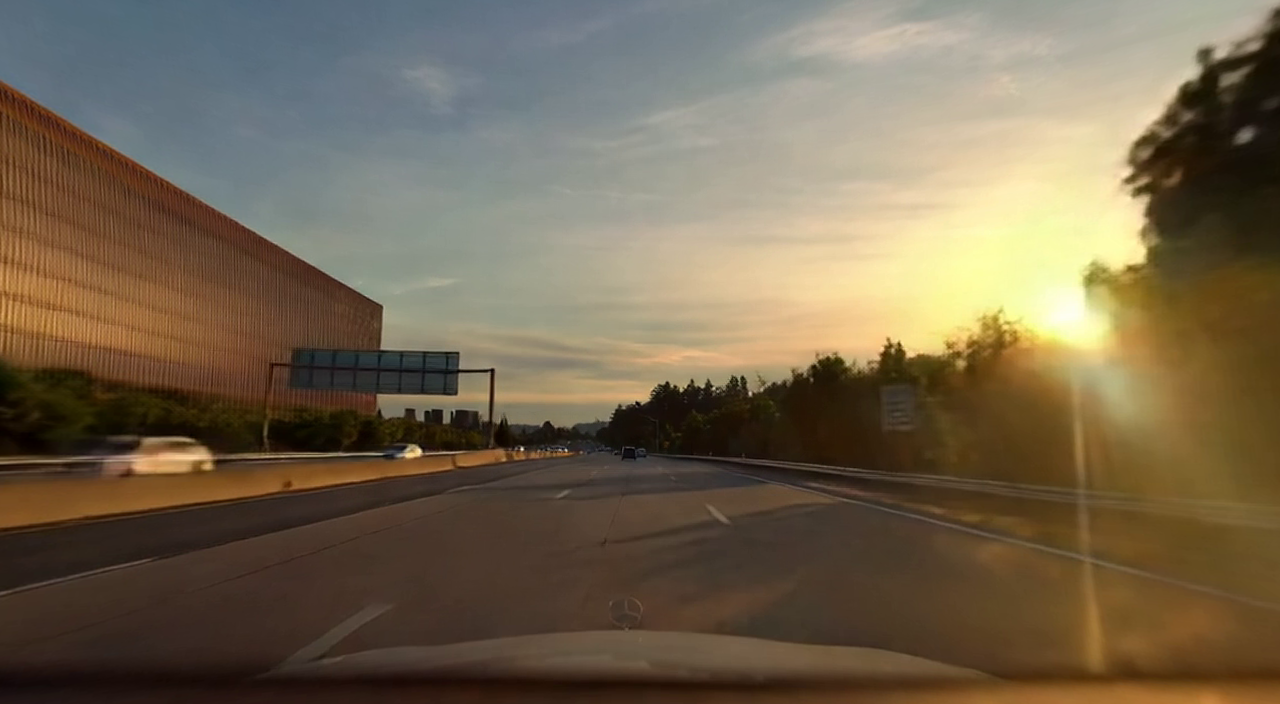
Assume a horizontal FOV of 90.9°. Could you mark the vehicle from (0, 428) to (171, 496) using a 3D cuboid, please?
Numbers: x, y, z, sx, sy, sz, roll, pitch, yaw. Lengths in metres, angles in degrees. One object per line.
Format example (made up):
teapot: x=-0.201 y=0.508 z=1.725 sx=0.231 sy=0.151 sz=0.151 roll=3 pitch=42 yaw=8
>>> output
vehicle: x=-14.663 y=2.752 z=16.068 sx=1.842 sy=1.473 sz=4.625 roll=0 pitch=-9 yaw=0

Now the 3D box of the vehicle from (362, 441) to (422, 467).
vehicle: x=-14.740 y=6.089 z=37.688 sx=1.878 sy=1.478 sz=4.122 roll=0 pitch=-9 yaw=0
